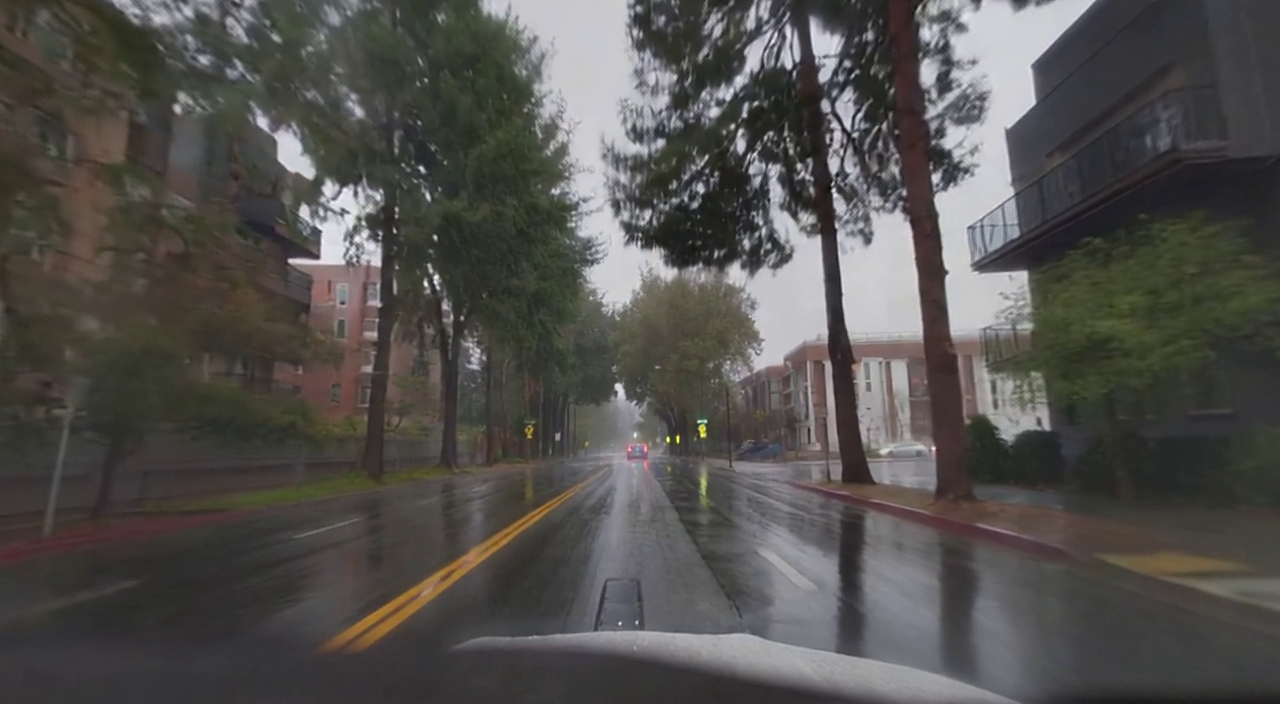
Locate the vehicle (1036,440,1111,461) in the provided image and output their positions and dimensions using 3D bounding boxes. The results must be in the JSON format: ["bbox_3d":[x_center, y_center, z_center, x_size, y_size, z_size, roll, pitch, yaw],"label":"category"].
[{"bbox_3d":[33.255,7.577,48.332,4.305,1.464,1.875,-1,-9,2],"label":"vehicle"}]

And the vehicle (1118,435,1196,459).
[{"bbox_3d":[39.440,7.250,48.088,4.244,1.673,1.871,-1,-9,-1],"label":"vehicle"}]
